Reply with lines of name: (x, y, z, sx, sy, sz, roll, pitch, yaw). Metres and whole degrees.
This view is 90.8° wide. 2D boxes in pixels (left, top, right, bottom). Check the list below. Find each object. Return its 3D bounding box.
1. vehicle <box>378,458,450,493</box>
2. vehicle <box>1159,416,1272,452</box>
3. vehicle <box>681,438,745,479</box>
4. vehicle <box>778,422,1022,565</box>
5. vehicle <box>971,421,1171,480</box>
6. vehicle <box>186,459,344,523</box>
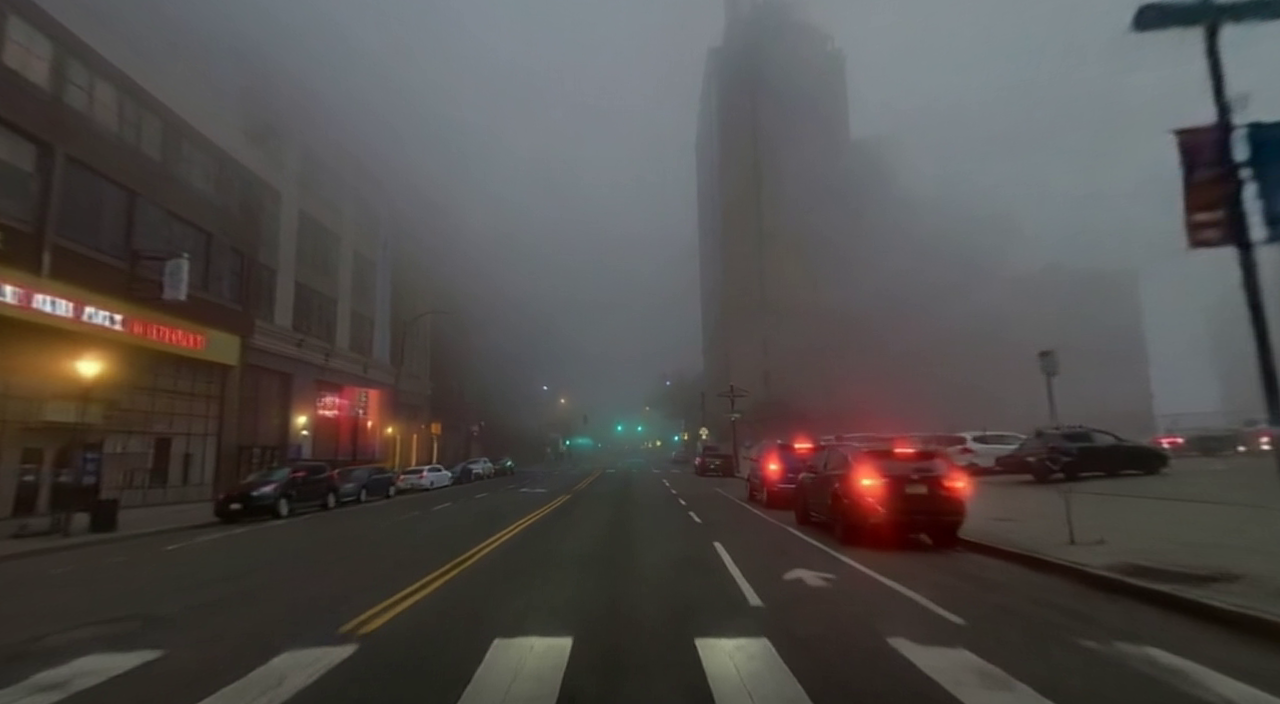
vehicle: (-10.850, 5.943, 30.751, 1.861, 1.473, 4.633, 0, -8, -1)
vehicle: (27.069, 3.849, 29.789, 3.666, 1.448, 1.639, -3, -6, 1)
vehicle: (3.644, 5.485, 32.812, 2.492, 1.909, 5.830, 0, -8, -1)
vehicle: (3.866, 2.179, 10.652, 2.118, 1.779, 5.121, -1, -8, 3)
vehicle: (13.615, 3.155, 20.258, 4.732, 1.746, 2.141, -1, -8, 3)
vehicle: (-10.897, 4.036, 18.831, 2.018, 1.553, 4.407, 0, -8, -1)
